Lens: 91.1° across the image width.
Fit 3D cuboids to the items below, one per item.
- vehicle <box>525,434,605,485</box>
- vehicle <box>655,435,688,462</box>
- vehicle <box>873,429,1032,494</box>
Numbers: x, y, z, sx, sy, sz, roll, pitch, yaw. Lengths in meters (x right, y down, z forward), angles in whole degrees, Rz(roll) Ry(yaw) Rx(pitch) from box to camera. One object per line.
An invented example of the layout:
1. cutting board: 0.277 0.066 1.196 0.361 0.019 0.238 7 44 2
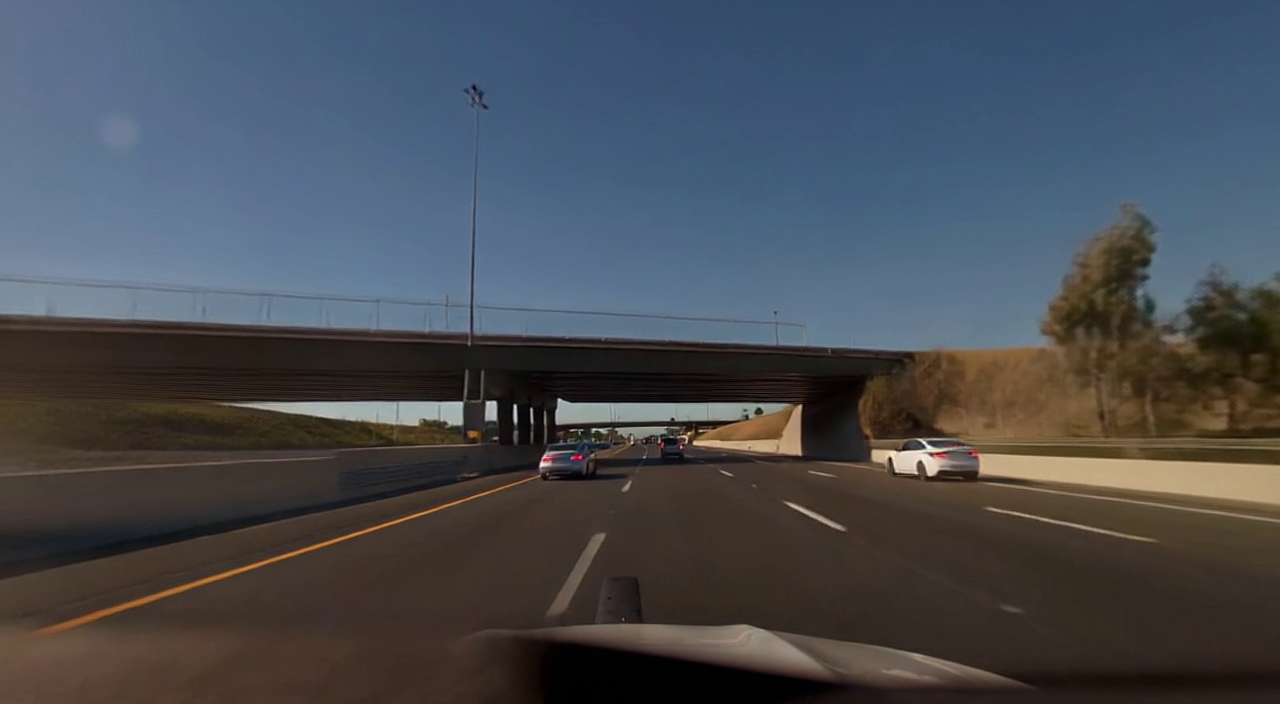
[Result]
1. vehicle: -2.433 3.643 21.509 2.050 1.546 4.344 -1 -8 2
2. vehicle: 2.064 6.470 42.107 2.063 1.698 4.355 0 -8 2
3. vehicle: 8.314 2.957 17.373 1.870 1.493 5.015 0 -8 1
